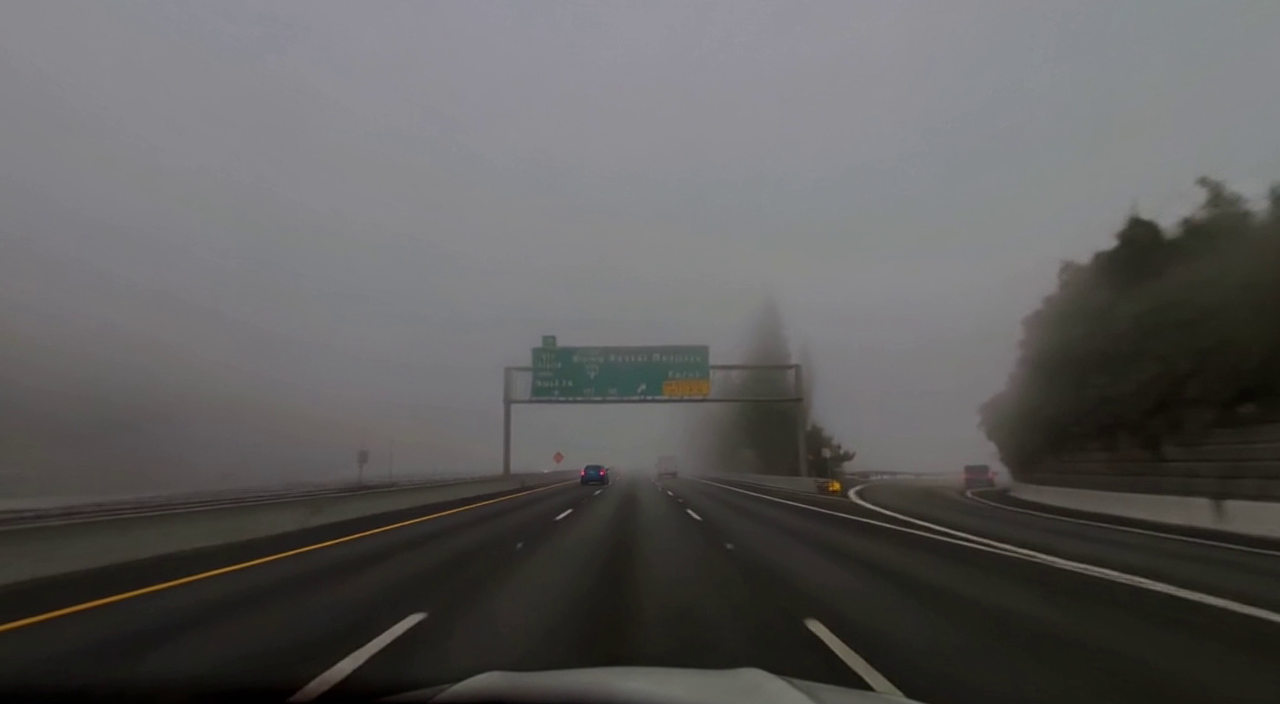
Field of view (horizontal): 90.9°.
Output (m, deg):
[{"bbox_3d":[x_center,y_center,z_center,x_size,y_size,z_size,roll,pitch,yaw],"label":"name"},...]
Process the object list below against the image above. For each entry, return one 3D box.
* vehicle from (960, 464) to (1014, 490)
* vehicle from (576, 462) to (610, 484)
[{"bbox_3d":[25.972,9.346,47.094,2.164,1.781,5.018,-9,-14,43],"label":"vehicle"},{"bbox_3d":[-3.348,8.836,45.984,2.045,1.487,4.582,1,-10,1],"label":"vehicle"}]
